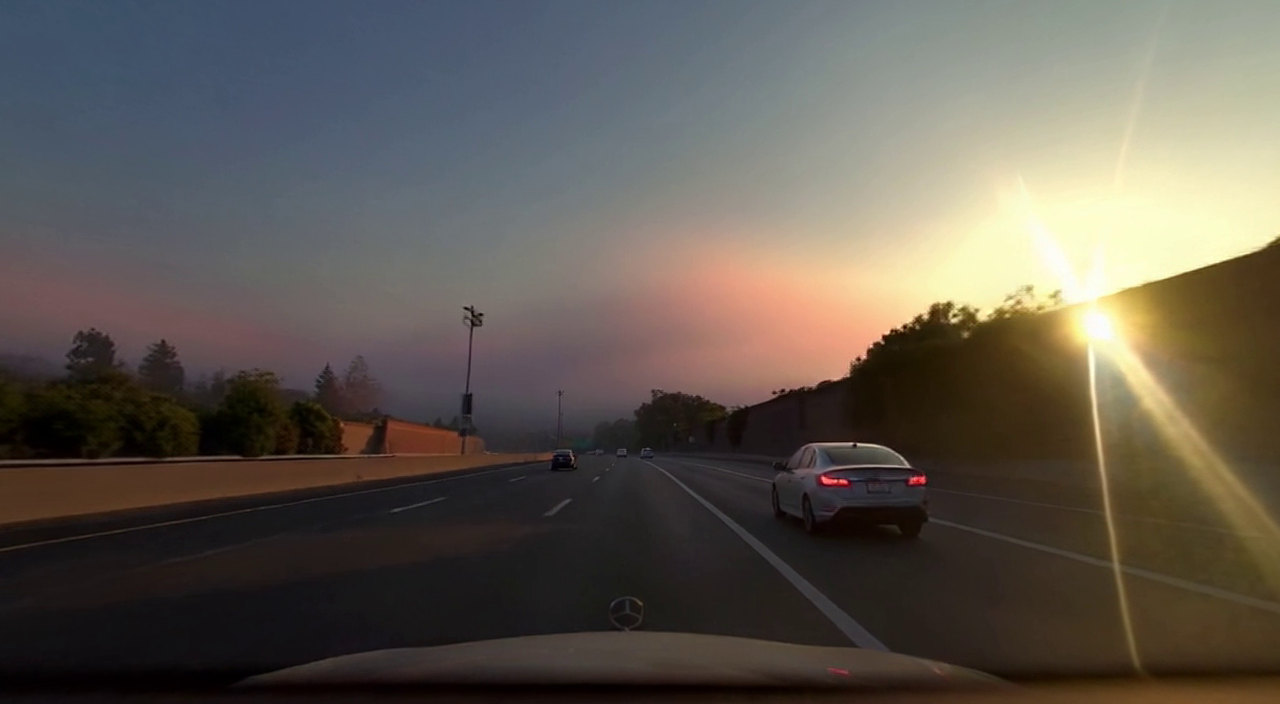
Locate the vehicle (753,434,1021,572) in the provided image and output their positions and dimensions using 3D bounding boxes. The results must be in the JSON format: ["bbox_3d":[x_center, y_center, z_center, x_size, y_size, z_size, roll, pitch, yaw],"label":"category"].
[{"bbox_3d":[3.152,2.018,9.372,2.030,1.490,4.737,0,-8,0],"label":"vehicle"}]

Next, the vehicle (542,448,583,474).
[{"bbox_3d":[-4.689,6.663,38.696,2.014,1.481,4.156,0,-8,-1],"label":"vehicle"}]
